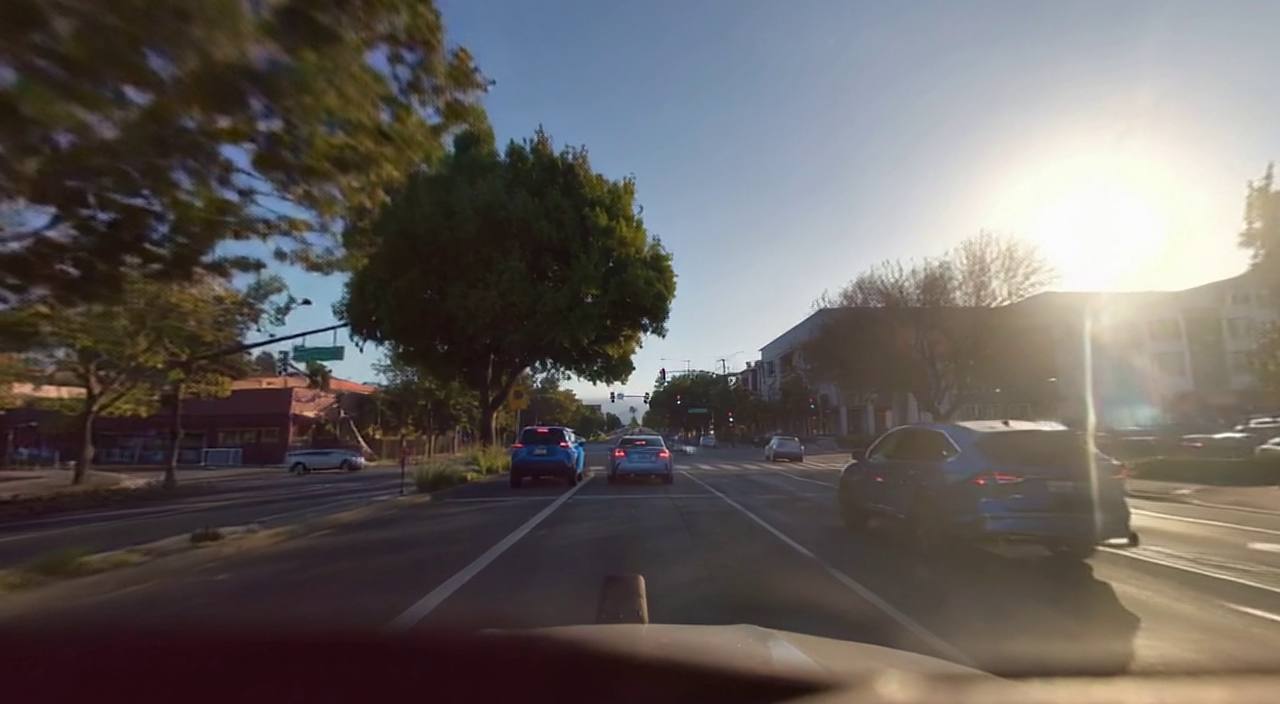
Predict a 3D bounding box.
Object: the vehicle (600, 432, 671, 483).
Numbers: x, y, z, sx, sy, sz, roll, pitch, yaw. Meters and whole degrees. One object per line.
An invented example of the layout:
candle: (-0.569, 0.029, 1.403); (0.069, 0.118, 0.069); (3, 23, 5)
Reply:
vehicle: (-0.151, 3.400, 20.566); (2.097, 1.480, 4.006); (0, -8, 0)

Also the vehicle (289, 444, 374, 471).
vehicle: (-19.173, 6.536, 39.299); (4.561, 1.588, 1.832); (4, -10, -29)

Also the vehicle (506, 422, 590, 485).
vehicle: (-2.870, 3.317, 20.877); (2.064, 1.825, 4.760); (0, -8, 0)

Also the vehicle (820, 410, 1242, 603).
vehicle: (3.668, 1.515, 7.144); (1.861, 1.473, 4.393); (0, -8, -2)

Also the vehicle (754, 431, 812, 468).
vehicle: (7.074, 4.868, 31.637); (1.894, 1.693, 4.110); (0, -8, -1)
